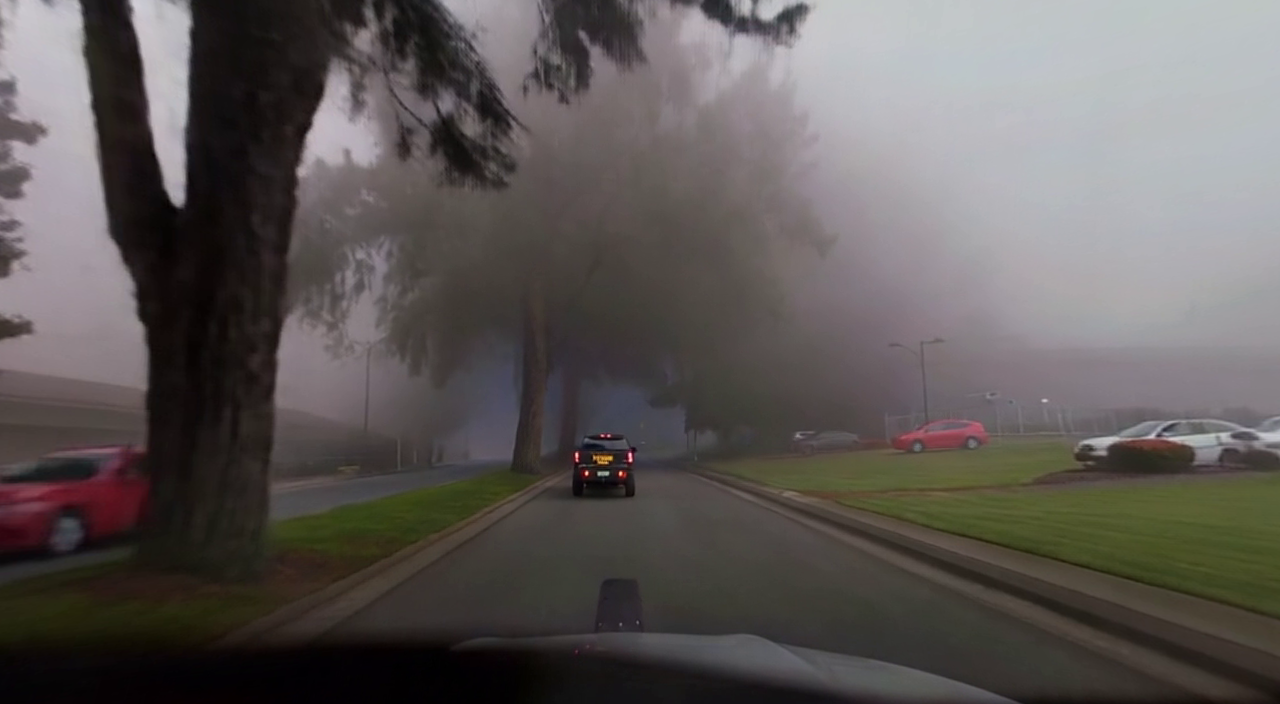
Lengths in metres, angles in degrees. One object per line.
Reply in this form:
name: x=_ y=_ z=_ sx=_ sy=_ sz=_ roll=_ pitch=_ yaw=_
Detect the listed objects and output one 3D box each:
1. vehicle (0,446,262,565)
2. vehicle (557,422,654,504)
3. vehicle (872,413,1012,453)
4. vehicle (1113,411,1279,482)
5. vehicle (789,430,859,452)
vehicle: x=-8.616 y=2.309 z=10.422 sx=2.027 sy=1.493 sz=4.707 roll=0 pitch=-8 yaw=-3
vehicle: x=-0.843 y=2.903 z=17.073 sx=2.157 sy=1.816 sz=5.804 roll=0 pitch=-8 yaw=-1
vehicle: x=12.837 y=3.482 z=27.117 sx=4.788 sy=1.625 sz=2.319 roll=0 pitch=-8 yaw=-3
vehicle: x=14.163 y=2.101 z=14.073 sx=5.344 sy=1.440 sz=2.318 roll=0 pitch=-8 yaw=2
vehicle: x=12.327 y=5.994 z=42.563 sx=4.090 sy=1.433 sz=1.983 roll=0 pitch=-8 yaw=-2
